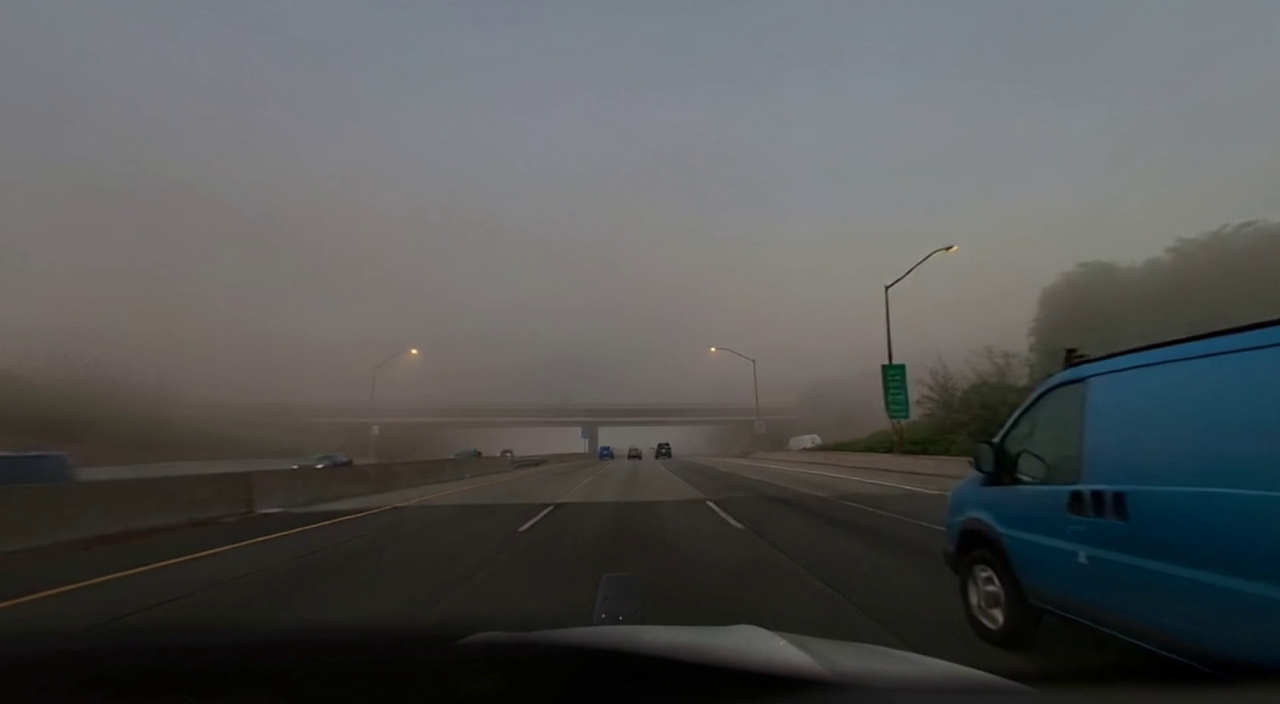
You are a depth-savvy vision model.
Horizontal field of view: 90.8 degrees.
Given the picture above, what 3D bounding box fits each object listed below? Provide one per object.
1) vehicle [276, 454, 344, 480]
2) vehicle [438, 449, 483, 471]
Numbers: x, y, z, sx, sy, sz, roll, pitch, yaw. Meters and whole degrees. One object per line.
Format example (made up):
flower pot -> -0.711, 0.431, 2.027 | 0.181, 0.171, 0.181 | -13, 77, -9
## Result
vehicle -> -20.810, 7.274, 40.089 | 1.859, 1.475, 4.564 | 0, -8, 0
vehicle -> -13.356, 8.059, 47.289 | 1.892, 1.481, 4.576 | 0, -8, 1
